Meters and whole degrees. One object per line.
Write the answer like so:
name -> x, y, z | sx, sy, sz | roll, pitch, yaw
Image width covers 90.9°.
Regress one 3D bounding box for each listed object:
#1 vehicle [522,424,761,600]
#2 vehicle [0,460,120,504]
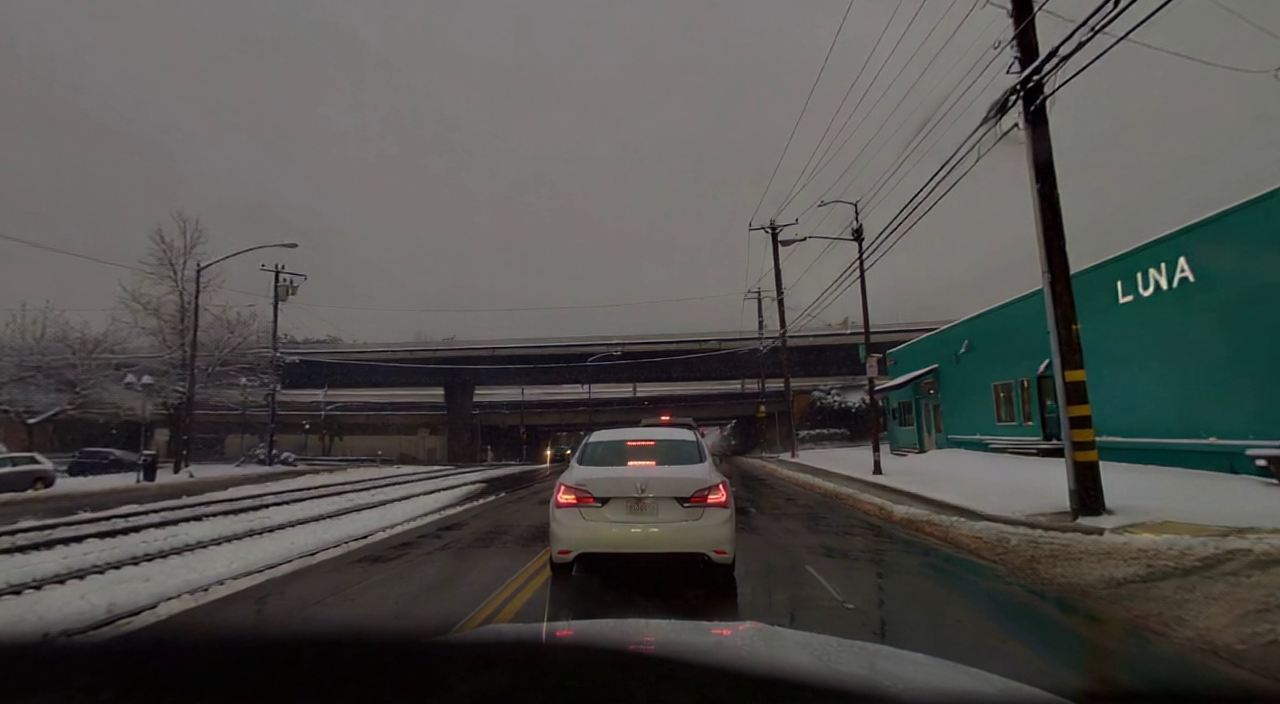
vehicle -> 0.102, 1.711, 7.617 | 2.090, 1.518, 4.033 | -1, -9, 3
vehicle -> -21.913, 4.683, 22.846 | 4.566, 1.453, 1.935 | -1, -9, 5
